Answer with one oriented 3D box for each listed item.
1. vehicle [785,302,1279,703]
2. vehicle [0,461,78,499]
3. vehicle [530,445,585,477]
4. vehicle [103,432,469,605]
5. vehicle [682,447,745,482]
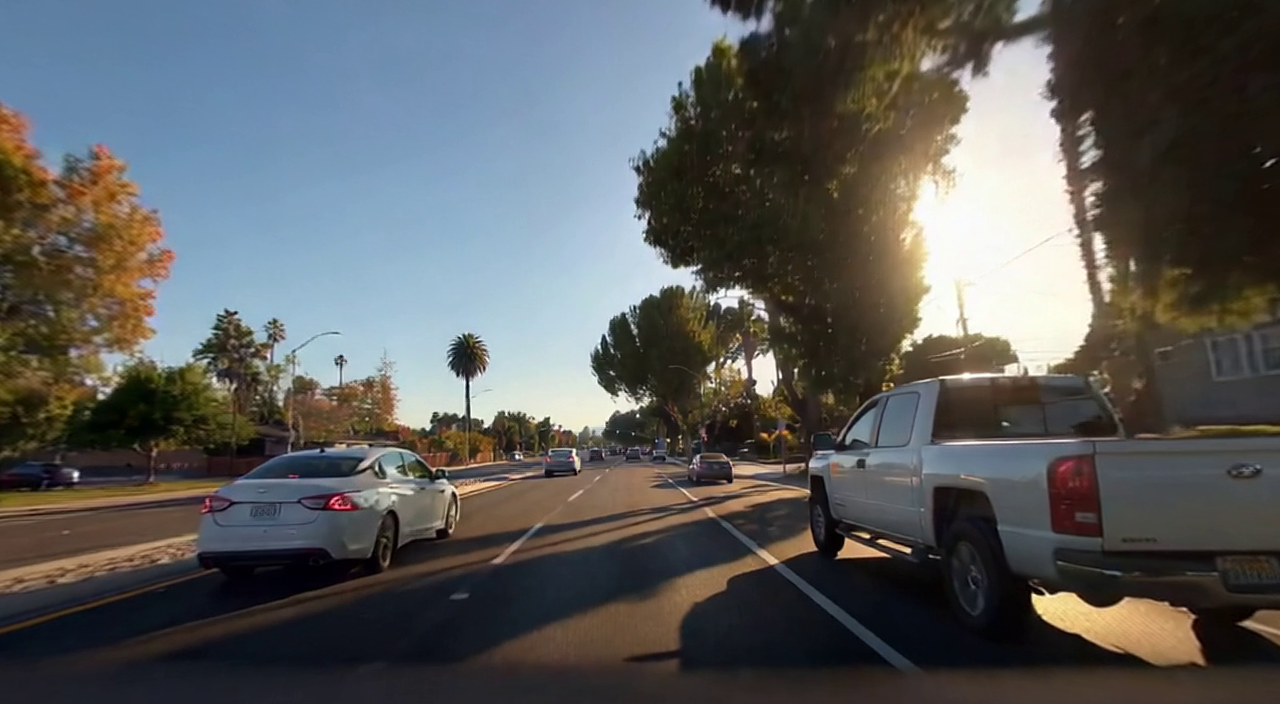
[{"bbox_3d":[3.296,1.191,5.759,2.478,2.030,5.723,0,-9,-1],"label":"vehicle"},{"bbox_3d":[-34.577,7.225,35.518,5.036,1.823,2.374,-8,-11,22],"label":"vehicle"},{"bbox_3d":[-4.156,5.596,32.700,2.263,1.548,4.555,0,-9,-1],"label":"vehicle"},{"bbox_3d":[-3.743,1.815,7.842,2.094,1.509,4.286,0,-9,-1],"label":"vehicle"},{"bbox_3d":[3.225,5.068,28.820,2.149,1.421,4.805,0,-9,-2],"label":"vehicle"}]
